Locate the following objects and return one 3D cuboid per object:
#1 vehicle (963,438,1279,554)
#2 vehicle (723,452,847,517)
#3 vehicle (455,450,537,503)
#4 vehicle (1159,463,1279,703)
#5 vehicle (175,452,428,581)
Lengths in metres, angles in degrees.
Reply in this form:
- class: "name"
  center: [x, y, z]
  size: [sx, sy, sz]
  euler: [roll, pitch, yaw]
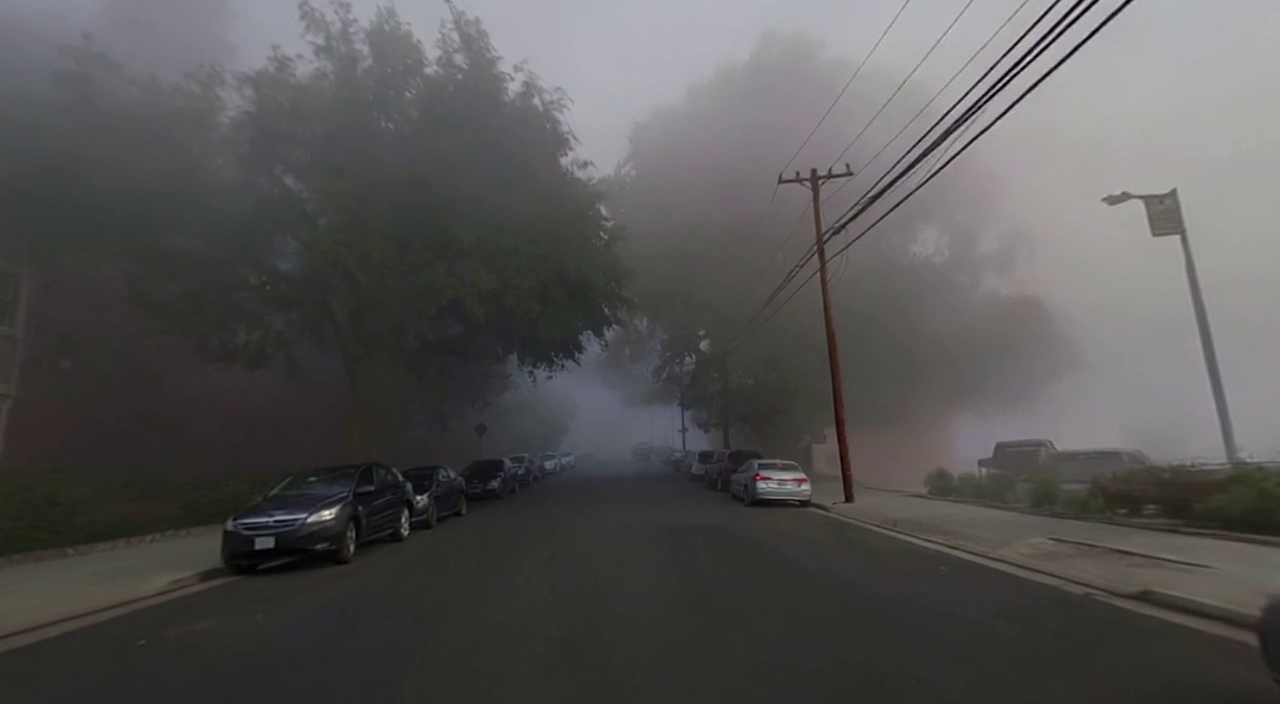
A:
- class: "vehicle"
  center: [7.811, 2.125, 9.688]
  size: [4.546, 1.537, 2.076]
  euler: [-1, -9, 2]
- class: "vehicle"
  center: [3.808, 3.563, 17.607]
  size: [2.174, 1.504, 4.809]
  euler: [0, -9, -2]
- class: "vehicle"
  center: [-5.930, 5.164, 26.819]
  size: [2.184, 1.958, 5.757]
  euler: [0, -9, -1]
- class: "vehicle"
  center: [4.076, 0.886, 1.154]
  size: [2.057, 1.511, 4.858]
  euler: [-4, -11, 0]
- class: "vehicle"
  center: [-5.385, 2.607, 10.926]
  size: [2.032, 1.716, 4.382]
  euler: [0, -9, -2]
